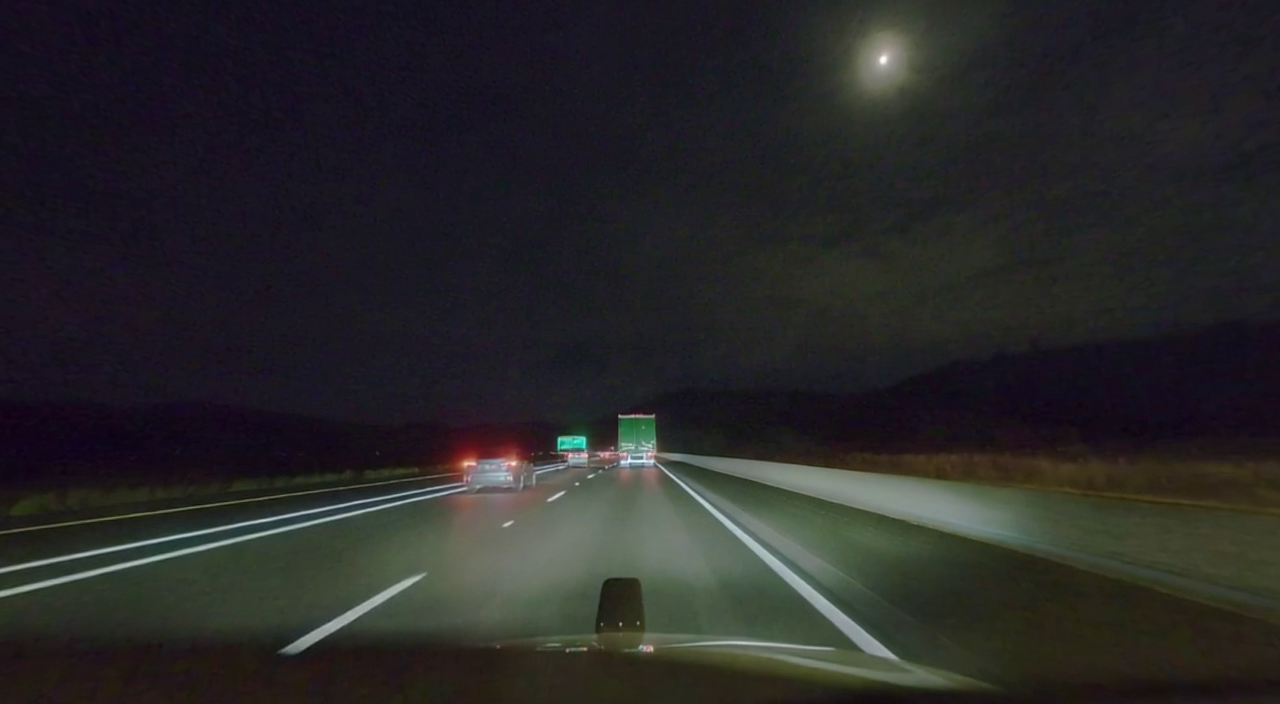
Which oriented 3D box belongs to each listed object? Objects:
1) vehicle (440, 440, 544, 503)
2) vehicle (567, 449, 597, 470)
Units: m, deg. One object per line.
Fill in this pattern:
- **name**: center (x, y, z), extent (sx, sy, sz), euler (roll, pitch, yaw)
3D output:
- **vehicle**: center (-4.155, 3.412, 18.466), extent (1.991, 1.618, 4.211), euler (0, -9, 0)
- **vehicle**: center (-4.509, 8.367, 49.349), extent (1.978, 1.507, 4.062), euler (0, -9, 0)
